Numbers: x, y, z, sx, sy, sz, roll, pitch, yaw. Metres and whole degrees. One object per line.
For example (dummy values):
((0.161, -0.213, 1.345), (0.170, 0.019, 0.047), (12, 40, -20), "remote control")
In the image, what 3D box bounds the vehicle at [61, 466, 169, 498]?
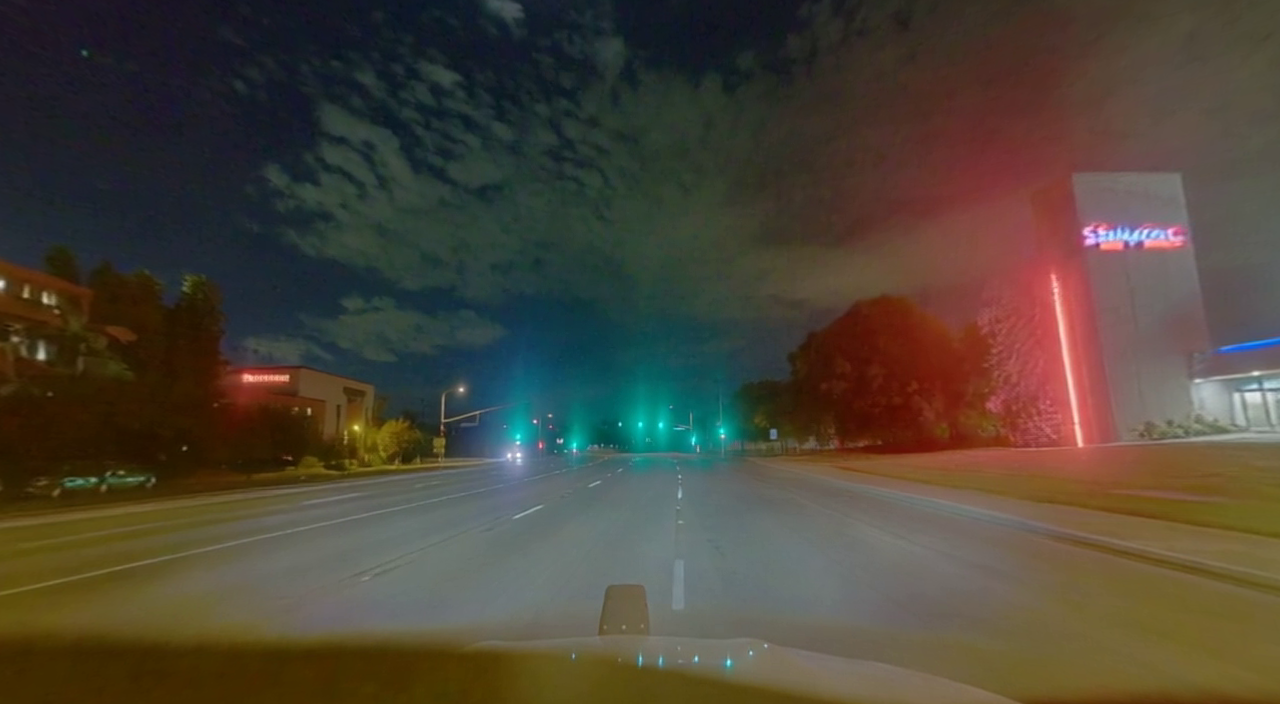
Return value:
((-29.695, 7.331, 35.864), (1.906, 1.486, 4.617), (-1, -8, 5), "vehicle")
